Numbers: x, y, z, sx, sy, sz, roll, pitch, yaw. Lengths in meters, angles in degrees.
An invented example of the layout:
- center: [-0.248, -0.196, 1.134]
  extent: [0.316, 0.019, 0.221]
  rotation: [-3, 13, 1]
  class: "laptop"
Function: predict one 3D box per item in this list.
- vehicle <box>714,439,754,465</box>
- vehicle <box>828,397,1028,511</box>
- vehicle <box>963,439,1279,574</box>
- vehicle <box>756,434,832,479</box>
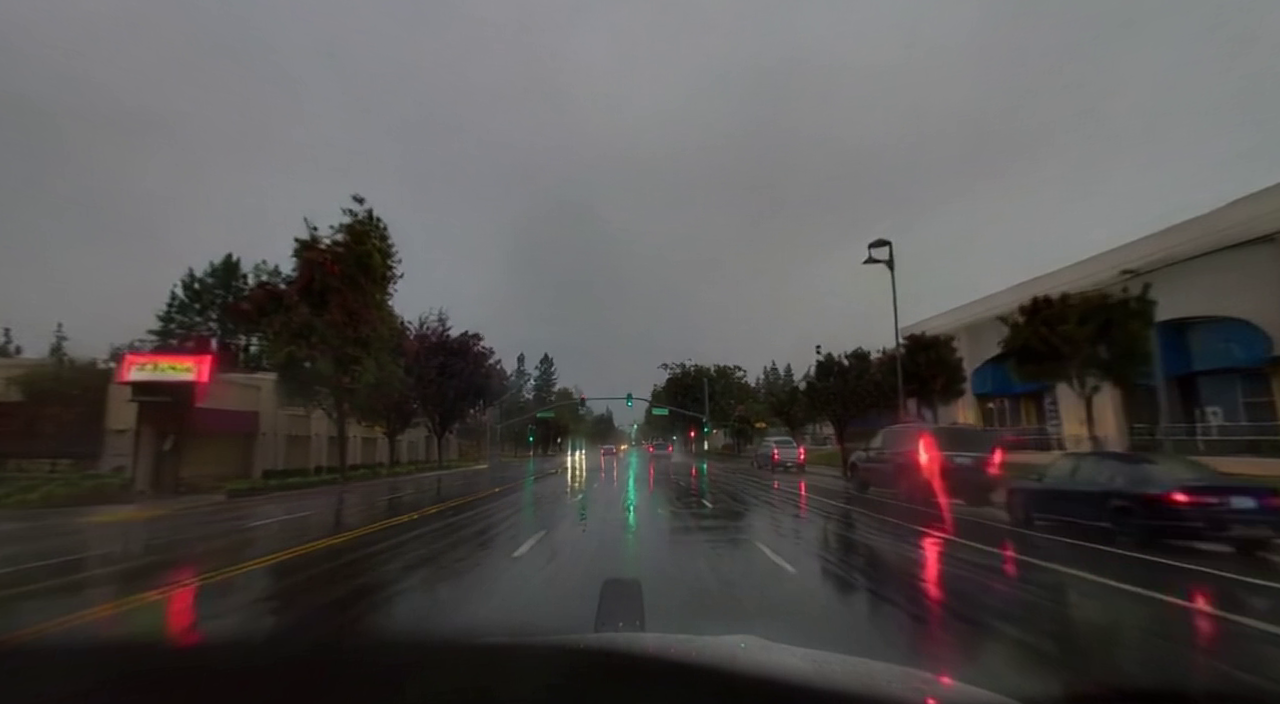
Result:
- center: [6.953, 7.474, 47.367]
  extent: [2.132, 1.793, 5.003]
  rotation: [0, -8, -1]
  class: "vehicle"
- center: [7.114, 2.636, 16.672]
  extent: [2.323, 2.433, 5.901]
  rotation: [0, -8, -1]
  class: "vehicle"
- center: [7.239, 2.074, 9.575]
  extent: [1.884, 1.458, 5.146]
  rotation: [0, -8, -1]
  class: "vehicle"
- center: [7.008, 4.819, 29.320]
  extent: [2.088, 1.848, 4.936]
  rotation: [0, -9, -2]
  class: "vehicle"
